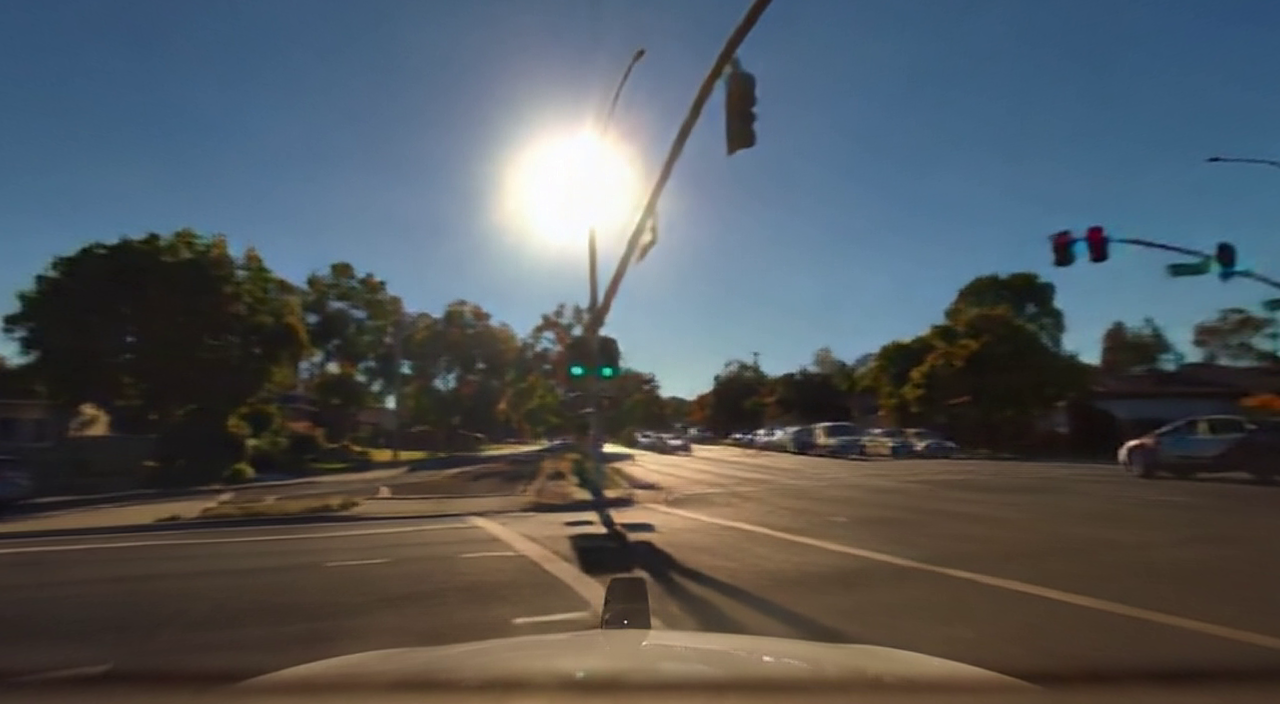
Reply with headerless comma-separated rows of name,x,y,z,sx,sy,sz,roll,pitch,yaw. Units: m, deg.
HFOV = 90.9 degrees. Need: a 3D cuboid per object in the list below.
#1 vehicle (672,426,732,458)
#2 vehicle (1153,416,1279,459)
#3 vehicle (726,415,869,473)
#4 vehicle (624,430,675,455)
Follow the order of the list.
vehicle,3.814,5.656,39.659,1.963,1.850,4.651,3,-9,-19
vehicle,30.352,4.351,32.032,5.840,2.087,2.737,-2,-9,13
vehicle,5.667,3.461,23.769,2.226,1.897,5.874,3,-9,-21
vehicle,0.616,6.655,46.490,2.159,1.734,4.462,3,-9,-23
